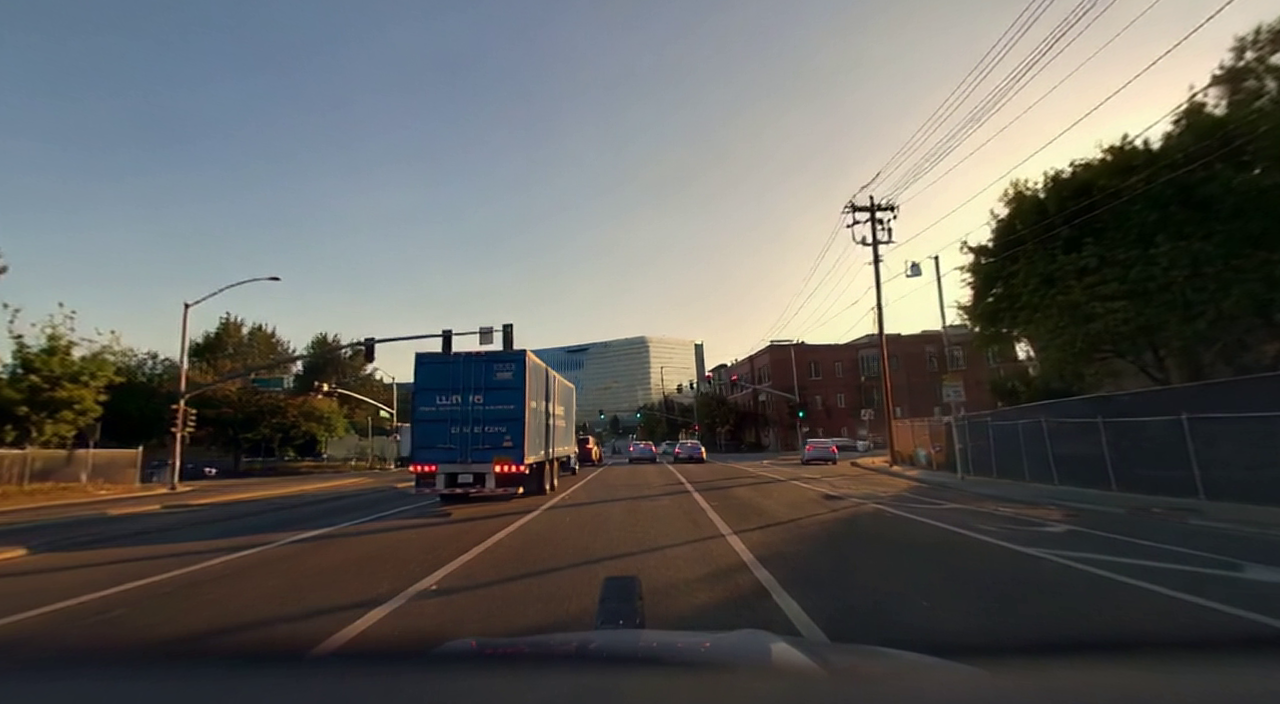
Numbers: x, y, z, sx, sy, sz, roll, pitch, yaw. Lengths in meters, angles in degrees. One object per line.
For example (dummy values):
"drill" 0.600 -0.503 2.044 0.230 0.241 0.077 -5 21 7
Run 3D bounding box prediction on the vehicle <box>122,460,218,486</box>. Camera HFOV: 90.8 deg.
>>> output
"vehicle" -32.057 8.231 43.216 4.718 1.630 2.087 2 -9 -13

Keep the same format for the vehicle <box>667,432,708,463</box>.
"vehicle" 2.966 6.081 40.259 2.086 1.849 4.607 0 -8 -2

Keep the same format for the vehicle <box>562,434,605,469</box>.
"vehicle" -3.116 5.613 35.835 1.994 1.806 4.564 0 -8 1

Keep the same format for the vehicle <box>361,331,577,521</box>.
"vehicle" -3.410 1.883 15.325 2.889 3.347 8.285 0 -8 0

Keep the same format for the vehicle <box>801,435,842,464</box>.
"vehicle" 11.389 6.076 39.485 2.102 1.662 4.533 -3 -9 19

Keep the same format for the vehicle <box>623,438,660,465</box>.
"vehicle" 0.054 6.102 38.858 2.117 1.499 4.036 0 -8 -1
